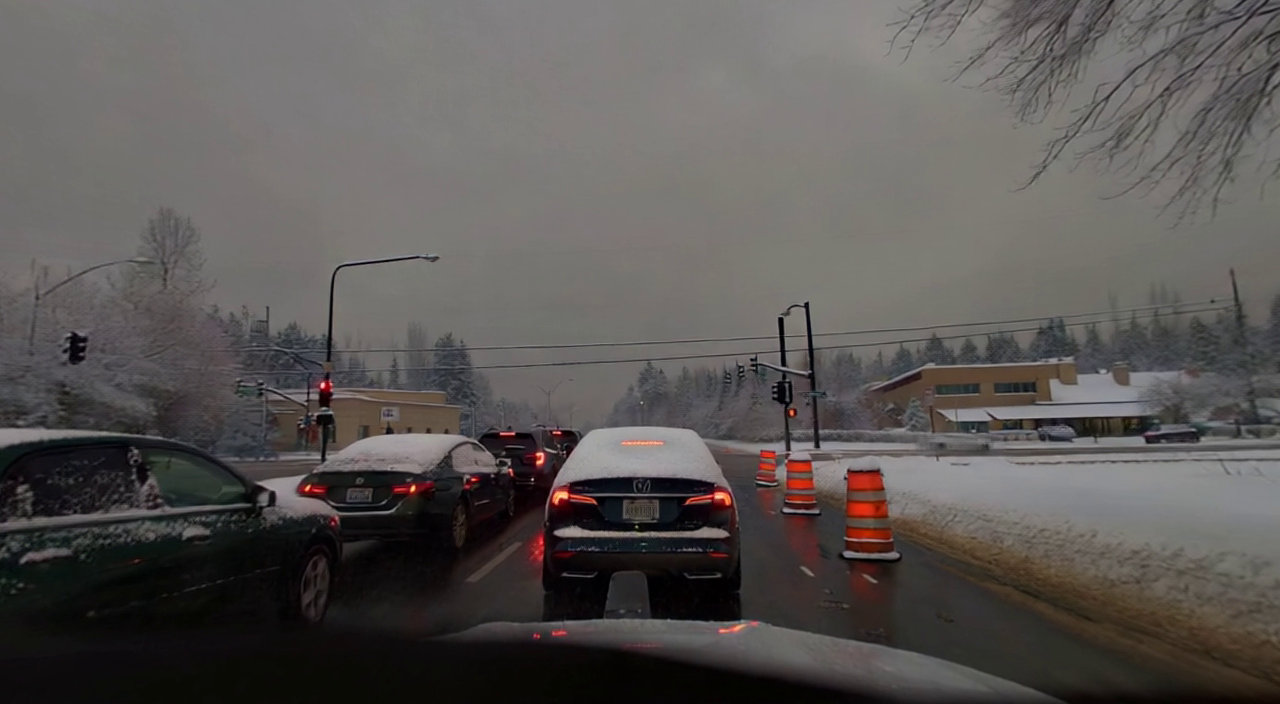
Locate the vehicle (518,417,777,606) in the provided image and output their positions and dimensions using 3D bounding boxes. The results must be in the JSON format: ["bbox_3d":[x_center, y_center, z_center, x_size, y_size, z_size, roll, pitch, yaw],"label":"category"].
[{"bbox_3d":[0.108,1.623,7.216,2.167,1.560,3.676,0,-9,1],"label":"vehicle"}]

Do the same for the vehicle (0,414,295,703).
[{"bbox_3d":[-3.592,0.944,2.162,2.064,1.497,4.722,0,-9,1],"label":"vehicle"}]

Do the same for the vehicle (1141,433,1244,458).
[{"bbox_3d":[35.813,6.087,40.896,4.807,1.504,1.837,0,-9,1],"label":"vehicle"}]

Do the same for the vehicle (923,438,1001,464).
[{"bbox_3d":[20.812,6.399,40.801,4.051,1.583,1.794,0,-9,1],"label":"vehicle"}]

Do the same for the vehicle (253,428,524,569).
[{"bbox_3d":[-3.266,2.002,9.452,1.989,1.541,4.626,0,-9,2],"label":"vehicle"}]
